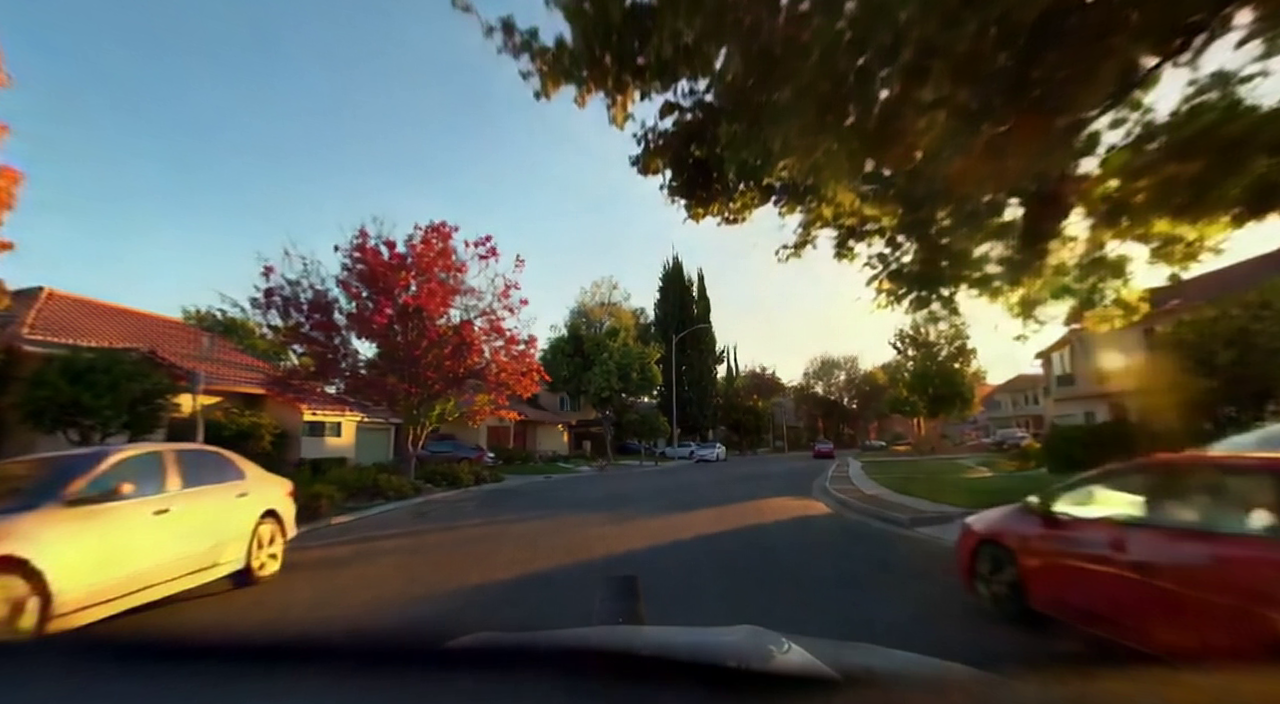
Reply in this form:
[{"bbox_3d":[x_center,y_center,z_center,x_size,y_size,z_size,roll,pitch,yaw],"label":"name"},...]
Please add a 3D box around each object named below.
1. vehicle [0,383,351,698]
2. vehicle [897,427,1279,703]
[{"bbox_3d":[-4.926,1.368,5.440,2.409,1.815,5.093,0,-9,0],"label":"vehicle"},{"bbox_3d":[3.651,1.196,3.730,2.071,1.463,4.876,0,-8,-2],"label":"vehicle"}]
